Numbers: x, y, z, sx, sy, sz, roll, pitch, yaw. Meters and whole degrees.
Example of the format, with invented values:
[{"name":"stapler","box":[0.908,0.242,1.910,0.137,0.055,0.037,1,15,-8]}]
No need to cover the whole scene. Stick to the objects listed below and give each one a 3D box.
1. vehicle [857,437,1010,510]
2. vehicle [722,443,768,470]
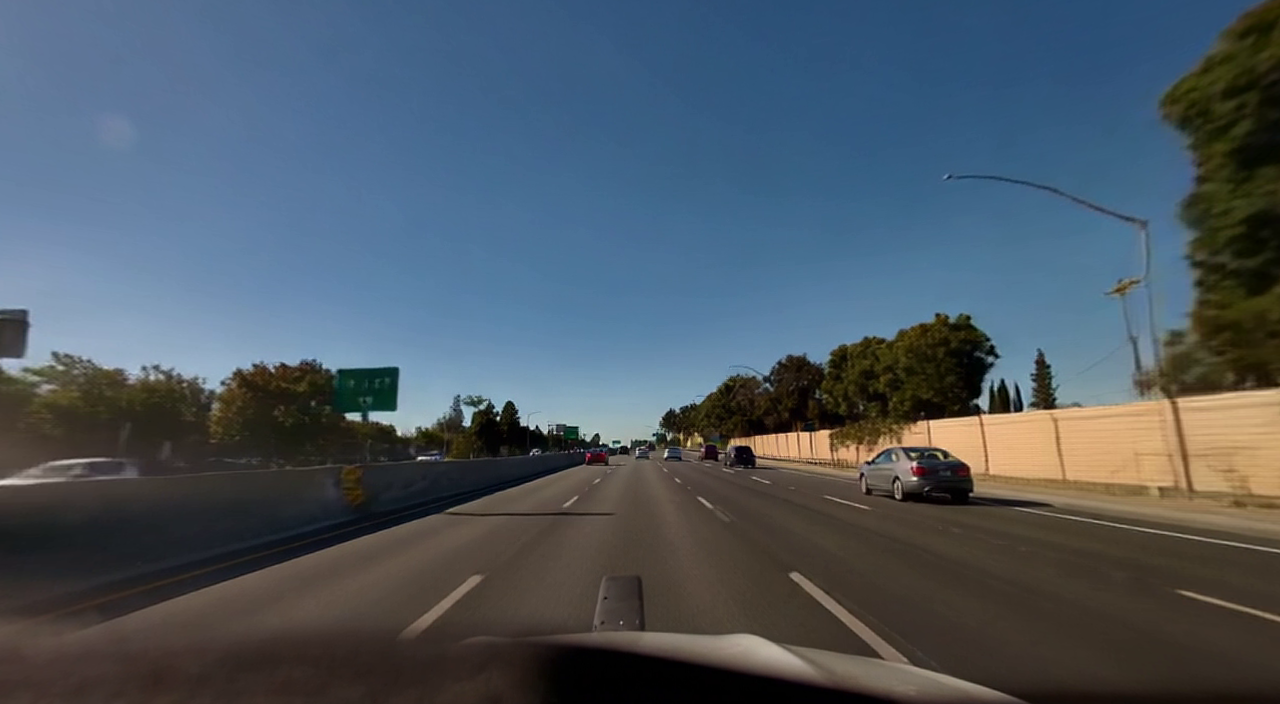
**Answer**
[{"name":"vehicle","box":[6.850,2.852,15.246,1.838,1.518,3.713,0,-8,-1]},{"name":"vehicle","box":[6.597,6.579,40.149,1.987,1.597,4.463,0,-8,-2]}]
